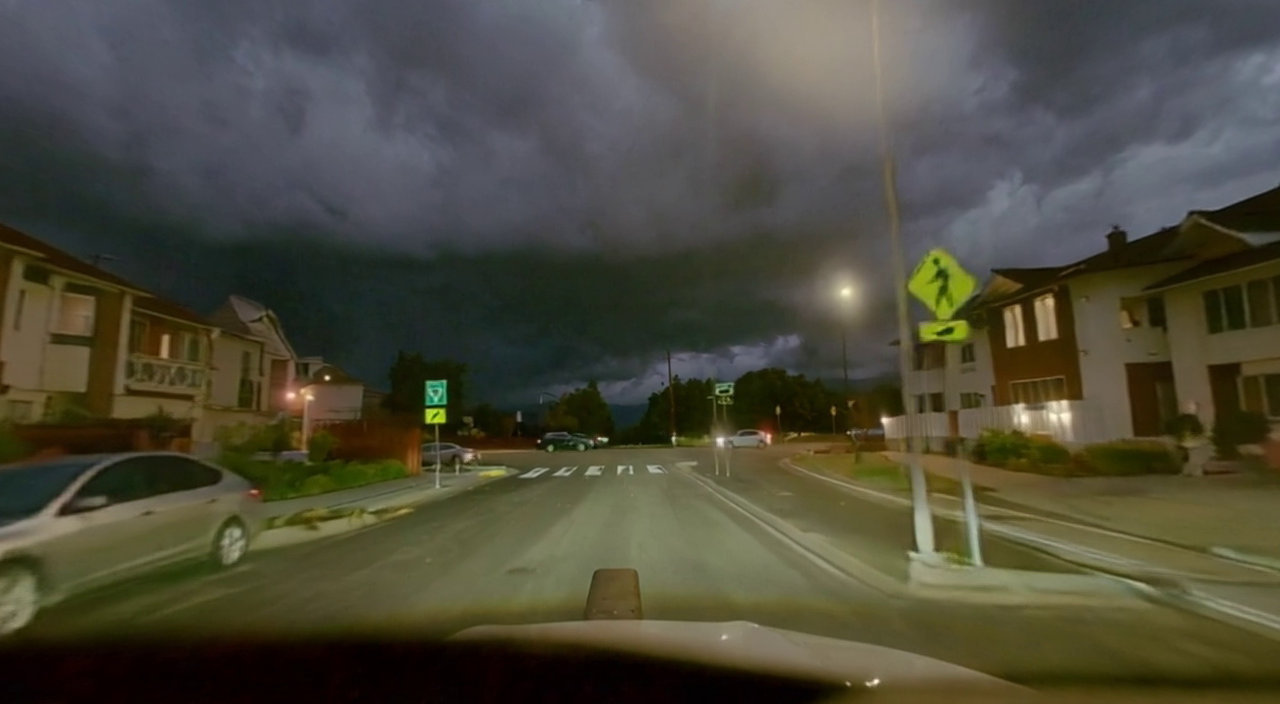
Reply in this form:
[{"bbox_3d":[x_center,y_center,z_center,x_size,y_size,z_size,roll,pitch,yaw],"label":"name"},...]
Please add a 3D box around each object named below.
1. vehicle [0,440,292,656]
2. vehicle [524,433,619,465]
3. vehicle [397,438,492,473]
[{"bbox_3d":[-5.373,1.564,5.831,1.919,1.464,4.155,0,-8,0],"label":"vehicle"},{"bbox_3d":[-4.048,5.736,37.556,5.181,1.768,2.139,4,-9,-26],"label":"vehicle"},{"bbox_3d":[-10.276,5.405,33.269,4.639,1.700,2.002,2,-8,-17],"label":"vehicle"}]
